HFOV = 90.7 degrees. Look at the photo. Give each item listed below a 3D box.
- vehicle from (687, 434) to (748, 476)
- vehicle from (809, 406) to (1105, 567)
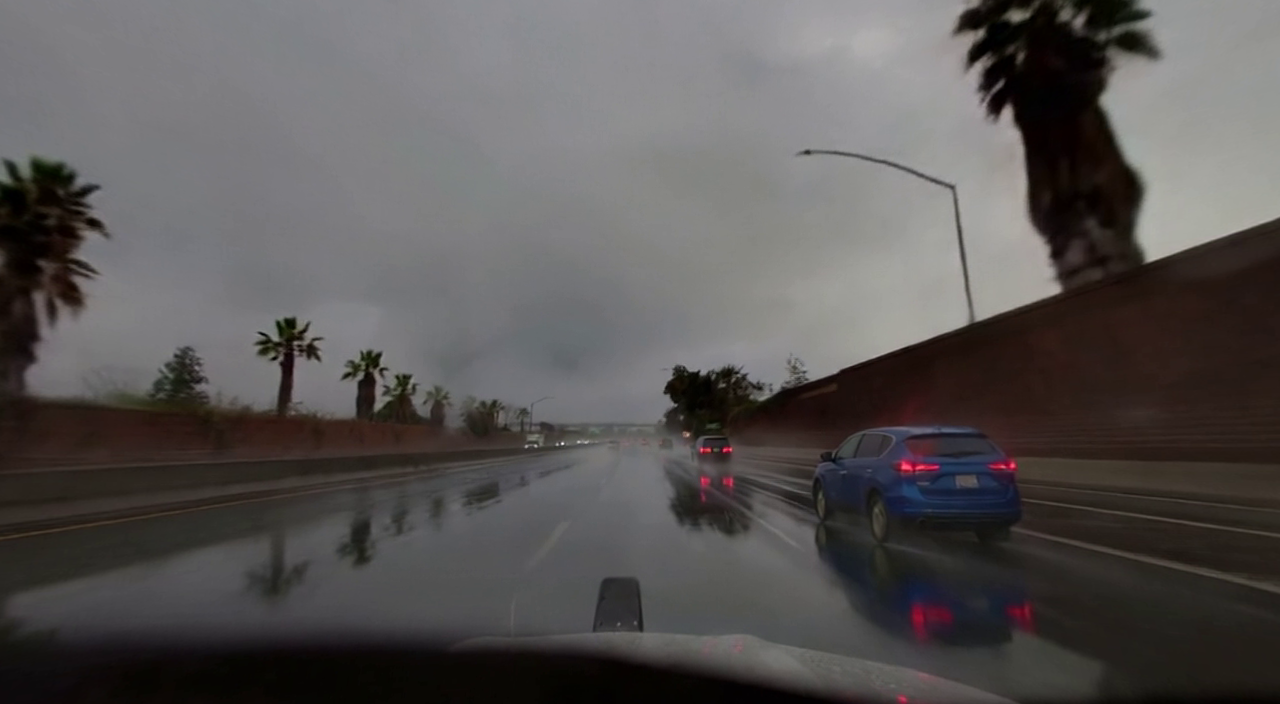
[{"bbox_3d":[3.294,4.517,27.858,2.045,1.688,4.313,0,-8,-1],"label":"vehicle"},{"bbox_3d":[3.935,1.735,8.877,1.910,1.696,4.187,0,-8,-1],"label":"vehicle"}]
